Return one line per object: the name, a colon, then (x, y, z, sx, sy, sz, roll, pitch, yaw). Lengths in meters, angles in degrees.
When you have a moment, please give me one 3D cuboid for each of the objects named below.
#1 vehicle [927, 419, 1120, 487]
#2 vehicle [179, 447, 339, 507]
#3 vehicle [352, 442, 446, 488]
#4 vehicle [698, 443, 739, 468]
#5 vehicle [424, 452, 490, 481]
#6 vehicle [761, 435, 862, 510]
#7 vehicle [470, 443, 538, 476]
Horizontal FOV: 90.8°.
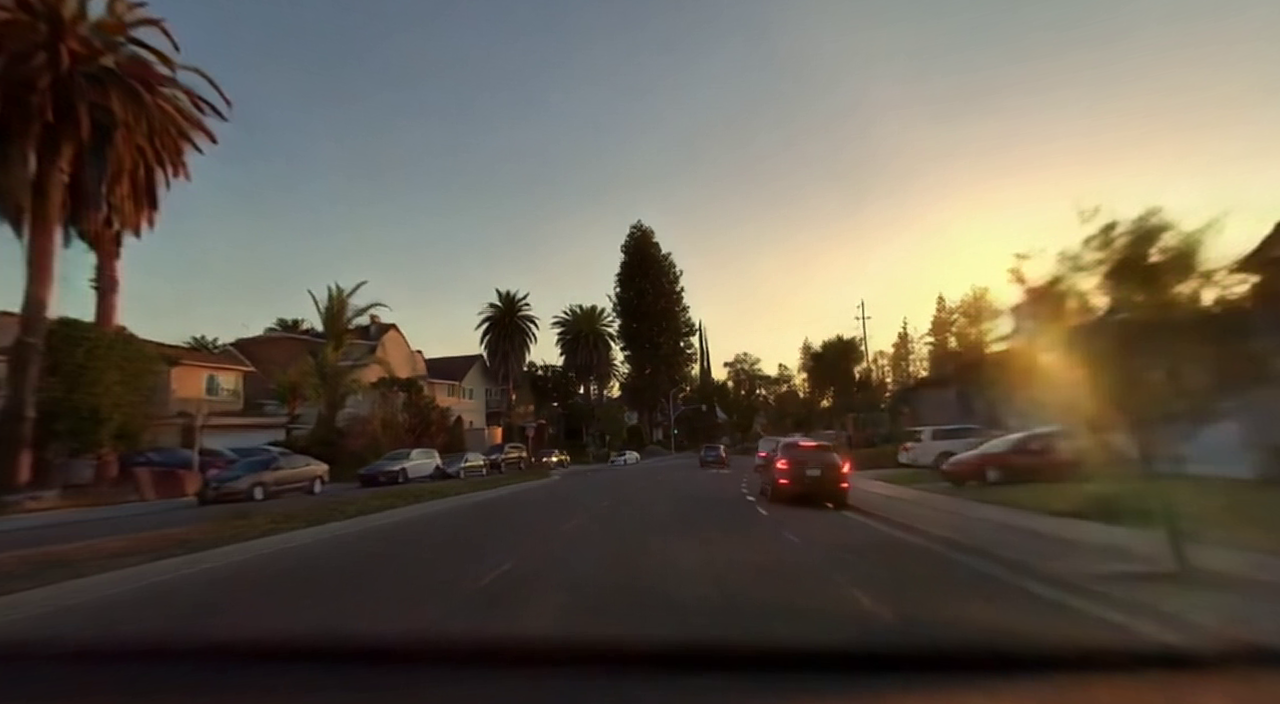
vehicle: (11.596, 3.132, 19.501, 4.557, 1.795, 1.986, -4, -10, 13)
vehicle: (-12.614, 4.124, 21.380, 1.967, 1.736, 4.730, -1, -9, 8)
vehicle: (-11.385, 5.365, 30.338, 2.081, 1.948, 4.821, -1, -9, 8)
vehicle: (5.095, 6.621, 40.403, 2.035, 1.474, 4.284, -2, -9, 14)
vehicle: (-10.299, 6.451, 35.946, 1.786, 1.488, 4.518, -3, -9, 10)
vehicle: (4.397, 3.138, 16.935, 2.043, 1.692, 4.581, -1, -9, 9)
vehicle: (-8.873, 7.098, 42.013, 2.051, 1.957, 5.968, -1, -9, 13)
